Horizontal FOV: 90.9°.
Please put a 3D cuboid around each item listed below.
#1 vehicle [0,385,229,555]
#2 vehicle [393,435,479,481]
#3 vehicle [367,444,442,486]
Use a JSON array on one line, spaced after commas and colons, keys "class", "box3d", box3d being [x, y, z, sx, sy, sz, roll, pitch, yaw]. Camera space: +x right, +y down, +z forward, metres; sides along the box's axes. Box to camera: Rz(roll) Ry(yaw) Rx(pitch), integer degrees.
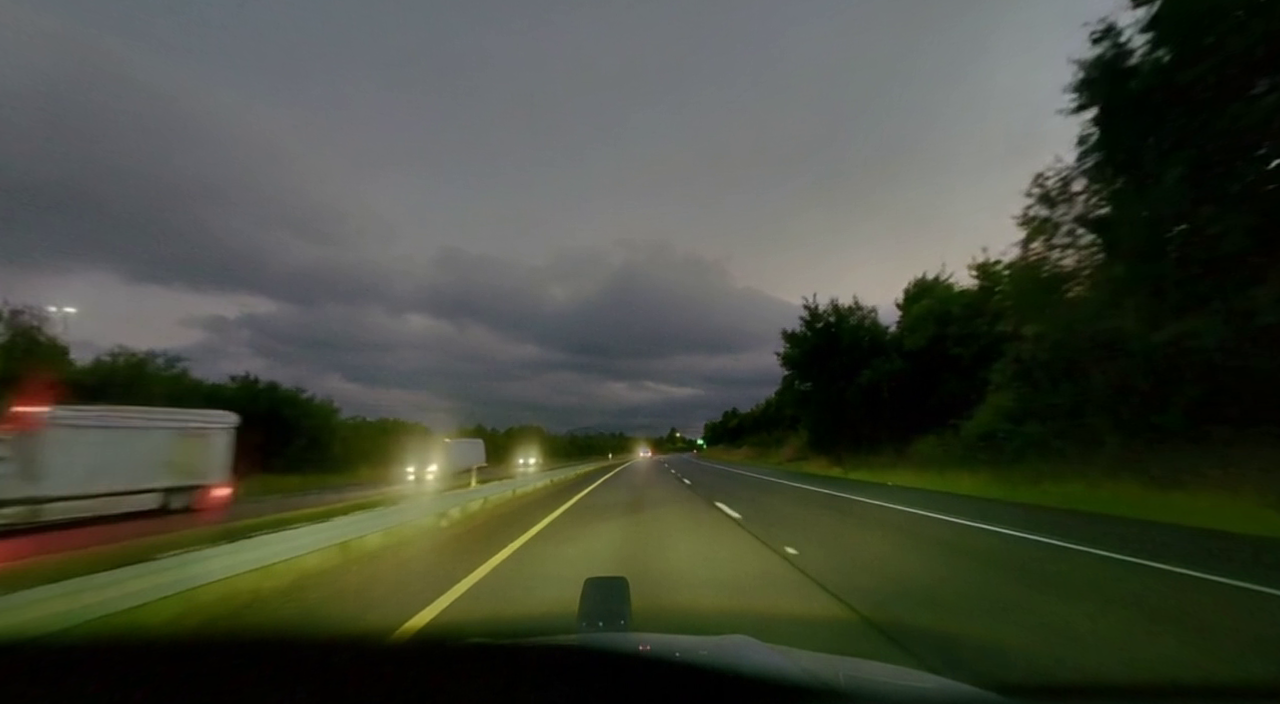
[{"class": "vehicle", "box3d": [-12.838, 2.389, 13.063, 2.692, 3.025, 8.751, 0, -9, 0]}, {"class": "vehicle", "box3d": [-12.879, 6.800, 40.711, 2.714, 2.654, 8.303, 0, -9, 1]}, {"class": "vehicle", "box3d": [-12.795, 6.155, 34.641, 2.187, 2.101, 4.987, 0, -9, -1]}]
